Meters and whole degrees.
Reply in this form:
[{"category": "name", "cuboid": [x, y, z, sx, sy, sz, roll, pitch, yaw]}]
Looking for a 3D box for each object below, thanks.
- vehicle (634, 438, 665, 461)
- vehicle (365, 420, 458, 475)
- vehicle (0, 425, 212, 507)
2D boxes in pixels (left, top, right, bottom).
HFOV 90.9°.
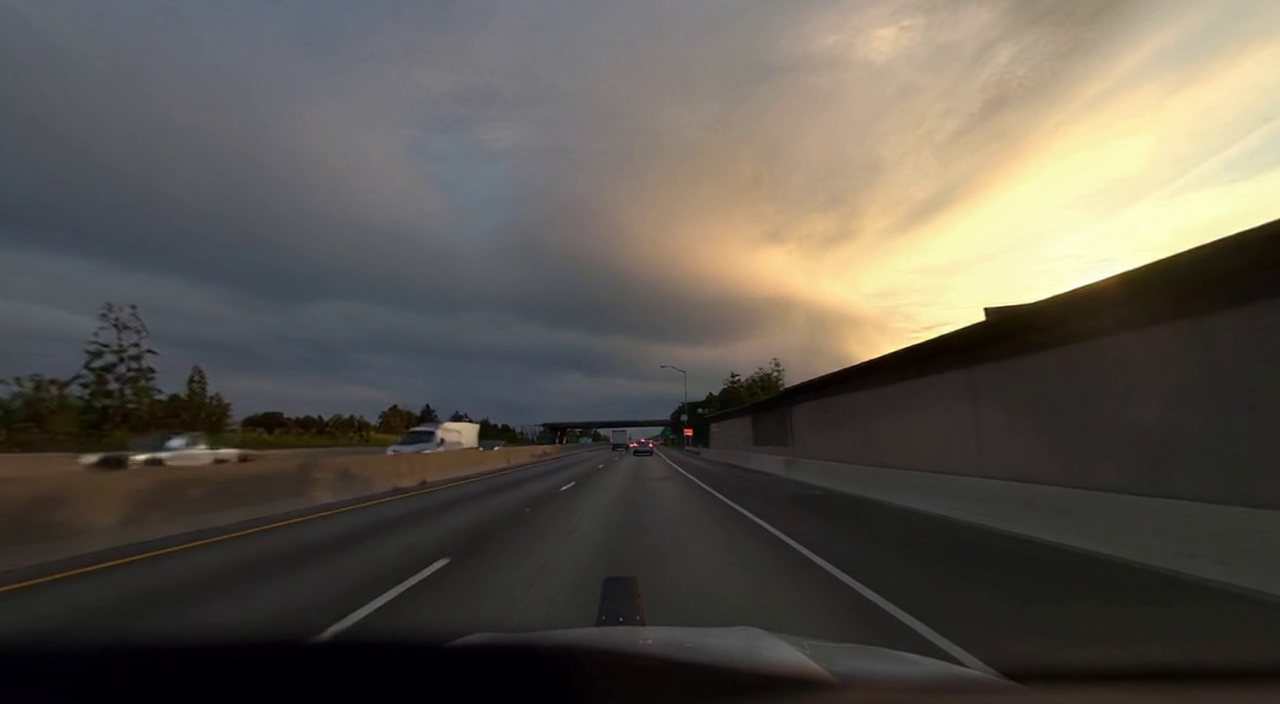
[{"category": "vehicle", "cuboid": [0.637, 6.791, 44.061, 2.030, 1.523, 4.114, 0, -8, 0]}, {"category": "vehicle", "cuboid": [-10.829, 4.597, 30.455, 2.323, 2.410, 5.572, 0, -8, 1]}, {"category": "vehicle", "cuboid": [-14.983, 3.121, 17.792, 2.067, 1.948, 5.164, 0, -8, 0]}]
